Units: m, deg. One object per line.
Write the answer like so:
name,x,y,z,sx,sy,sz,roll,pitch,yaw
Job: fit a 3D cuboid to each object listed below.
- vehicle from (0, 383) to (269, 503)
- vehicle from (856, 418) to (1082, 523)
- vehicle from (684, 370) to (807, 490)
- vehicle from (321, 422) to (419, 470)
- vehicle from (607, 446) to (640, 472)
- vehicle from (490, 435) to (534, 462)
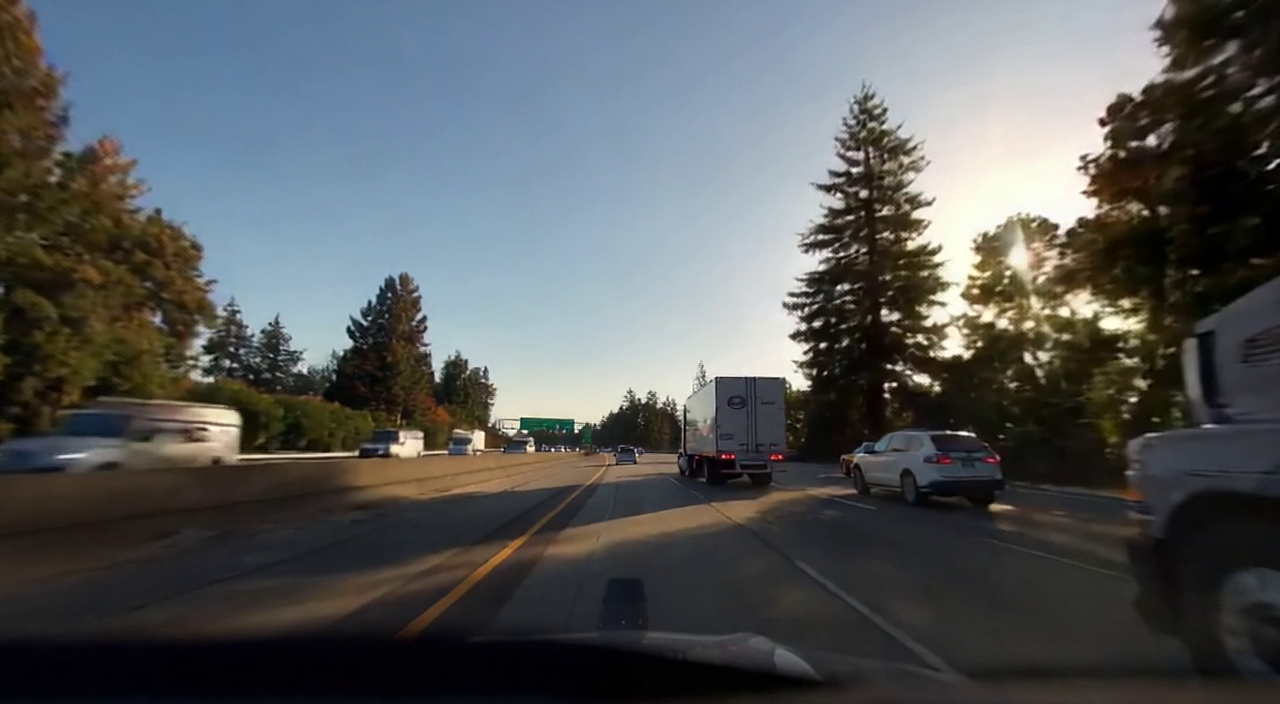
vehicle,-8.712,1.577,10.814,2.011,1.632,4.371,0,-9,0
vehicle,6.825,2.534,13.964,2.128,1.872,5.043,0,-9,-2
vehicle,4.000,3.686,28.140,2.890,4.006,14.039,0,-9,-1
vehicle,-12.204,4.351,29.025,2.154,2.002,5.366,0,-9,0
vehicle,-1.095,7.035,41.482,2.111,1.599,3.859,0,-9,-2
vehicle,-9.341,7.103,46.398,2.221,1.825,4.781,0,-9,-1
